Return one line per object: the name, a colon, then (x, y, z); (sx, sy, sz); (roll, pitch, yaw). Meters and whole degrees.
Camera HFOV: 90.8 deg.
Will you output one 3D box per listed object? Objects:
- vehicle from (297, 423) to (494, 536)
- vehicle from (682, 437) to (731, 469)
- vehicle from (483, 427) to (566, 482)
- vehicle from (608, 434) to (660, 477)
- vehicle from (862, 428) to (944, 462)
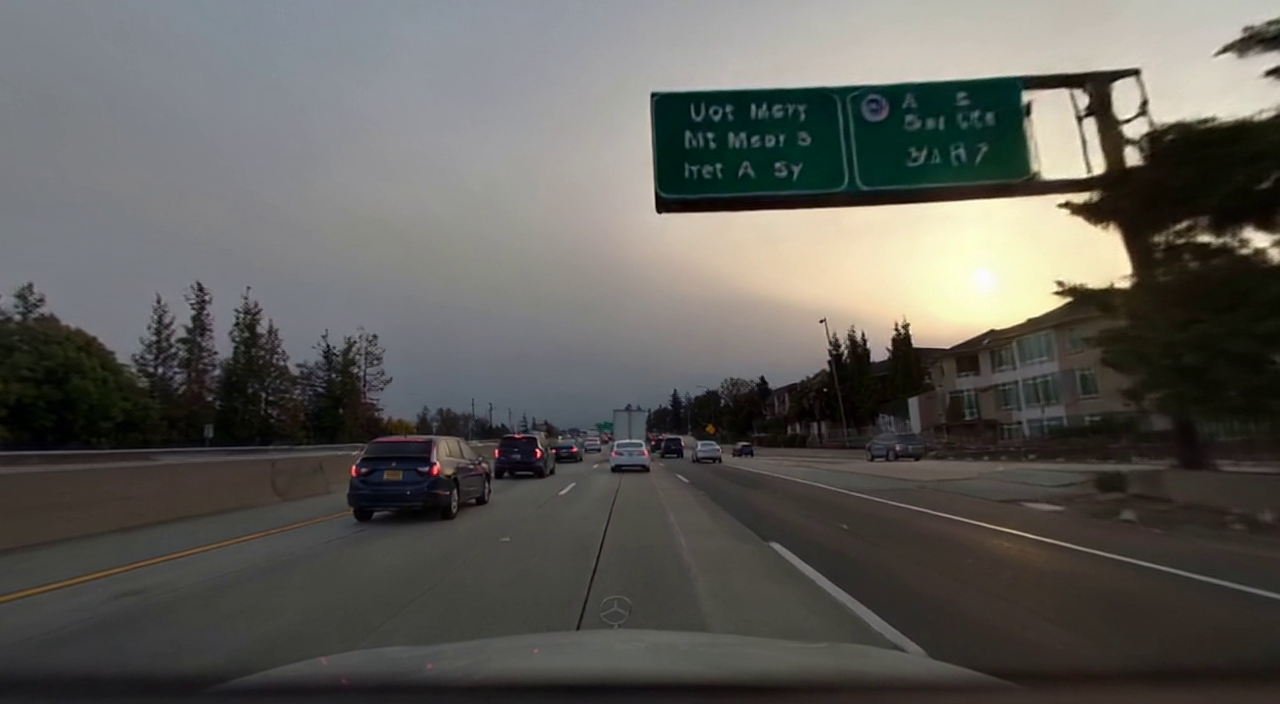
vehicle: (-4.138, 2.223, 11.547); (1.988, 1.668, 4.021); (0, -9, 0)
vehicle: (3.437, 5.341, 33.479); (2.027, 1.554, 4.252); (0, -9, -1)
vehicle: (-4.468, 4.081, 25.405); (2.301, 1.944, 5.482); (0, -9, 0)
vehicle: (-0.271, 4.459, 27.480); (2.063, 1.703, 4.203); (0, -9, -1)
vehicle: (13.544, 4.835, 32.770); (2.048, 1.674, 4.106); (1, -9, -8)
